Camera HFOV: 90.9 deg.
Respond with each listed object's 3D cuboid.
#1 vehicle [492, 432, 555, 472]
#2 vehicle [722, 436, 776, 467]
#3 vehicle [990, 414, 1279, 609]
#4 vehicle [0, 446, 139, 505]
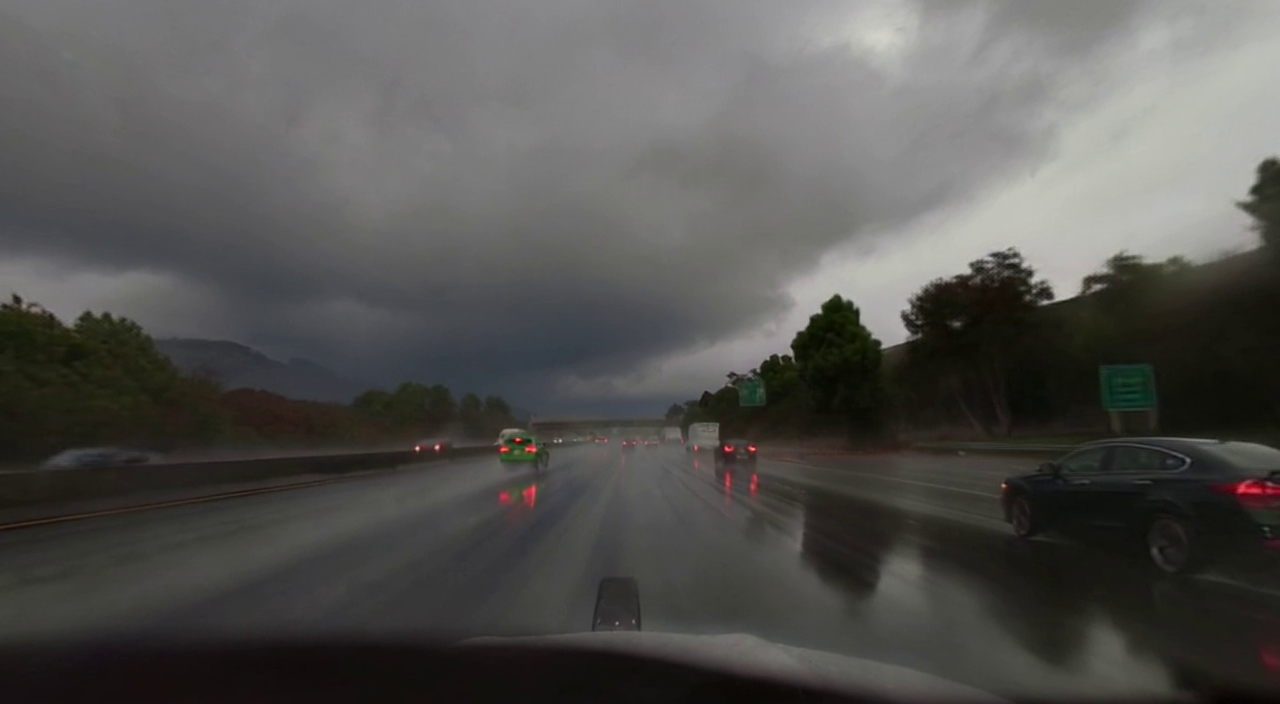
[{"bbox_3d":[-4.849,4.198,26.743,1.966,1.570,3.859,0,-8,-1],"label":"vehicle"},{"bbox_3d":[5.428,4.991,31.943,1.920,1.436,3.890,0,-8,-2],"label":"vehicle"},{"bbox_3d":[5.920,1.457,6.589,2.028,1.488,4.236,0,-8,-1],"label":"vehicle"},{"bbox_3d":[-16.645,3.407,17.879,1.761,1.419,3.733,0,-8,-1],"label":"vehicle"}]
